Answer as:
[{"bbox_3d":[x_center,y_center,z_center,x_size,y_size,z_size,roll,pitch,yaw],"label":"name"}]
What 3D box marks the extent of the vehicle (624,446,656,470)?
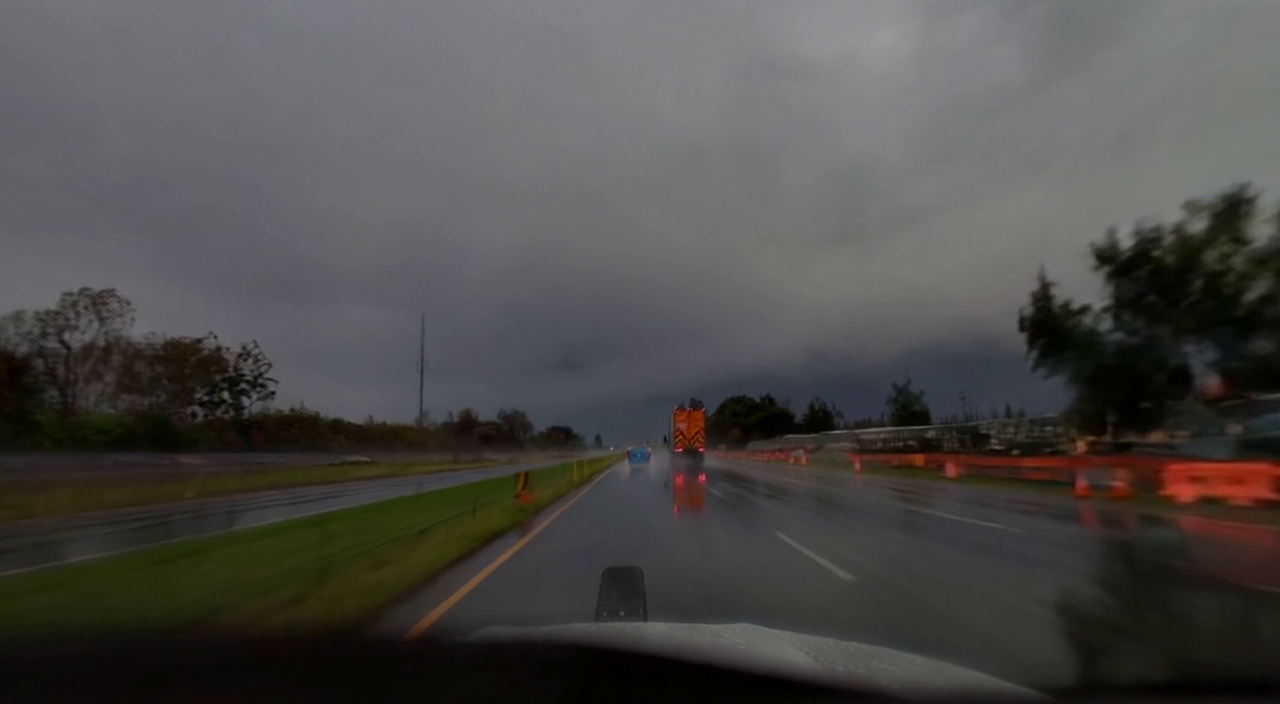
[{"bbox_3d":[-0.023,7.228,43.136,2.065,1.573,3.734,0,-9,0],"label":"vehicle"}]
